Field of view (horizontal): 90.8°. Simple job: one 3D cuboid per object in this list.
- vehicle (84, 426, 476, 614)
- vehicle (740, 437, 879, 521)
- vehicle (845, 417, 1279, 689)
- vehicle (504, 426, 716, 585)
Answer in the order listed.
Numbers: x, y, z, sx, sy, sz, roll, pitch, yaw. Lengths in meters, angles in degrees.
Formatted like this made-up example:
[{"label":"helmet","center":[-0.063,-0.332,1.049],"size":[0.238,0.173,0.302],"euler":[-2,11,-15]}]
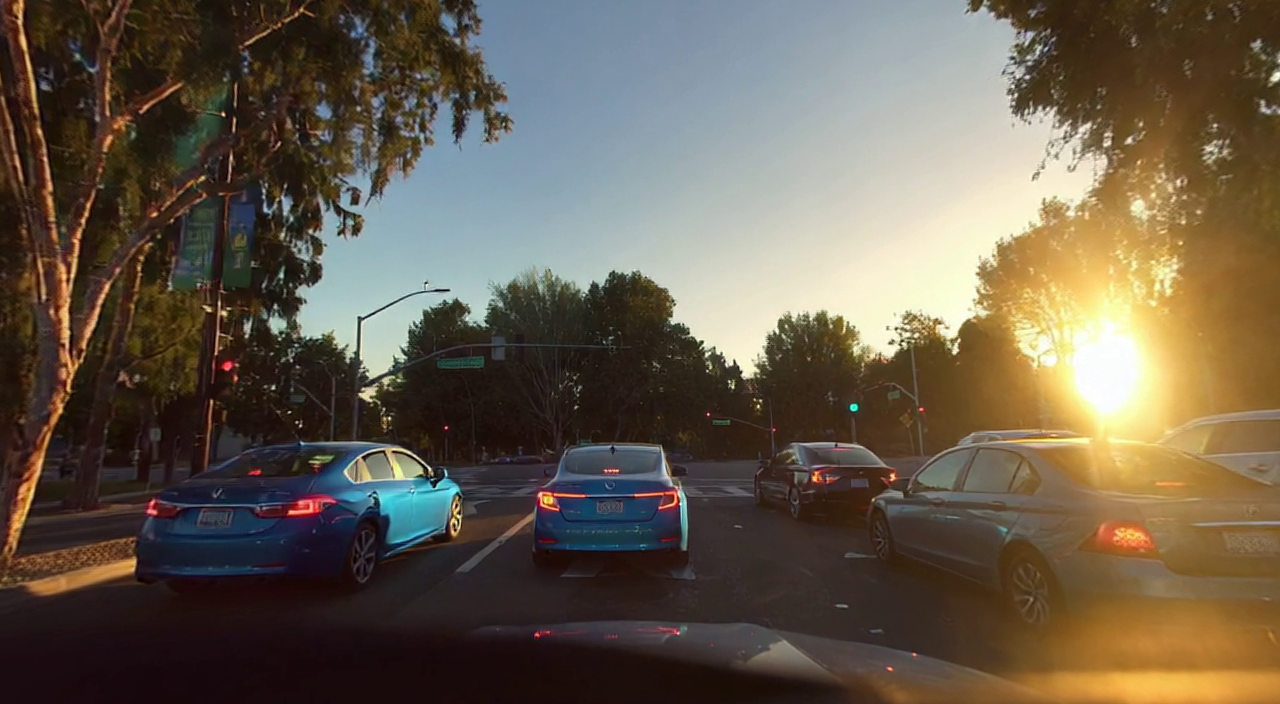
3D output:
[{"label":"vehicle","center":[-3.369,1.629,7.083],"size":[1.929,1.457,4.136],"euler":[0,-9,0]},{"label":"vehicle","center":[3.398,2.607,13.486],"size":[1.852,1.498,3.825],"euler":[0,-9,0]},{"label":"vehicle","center":[3.598,1.438,5.760],"size":[1.953,1.471,4.470],"euler":[0,-9,0]},{"label":"vehicle","center":[-0.307,1.722,7.837],"size":[1.994,1.479,3.647],"euler":[0,-9,-1]}]
